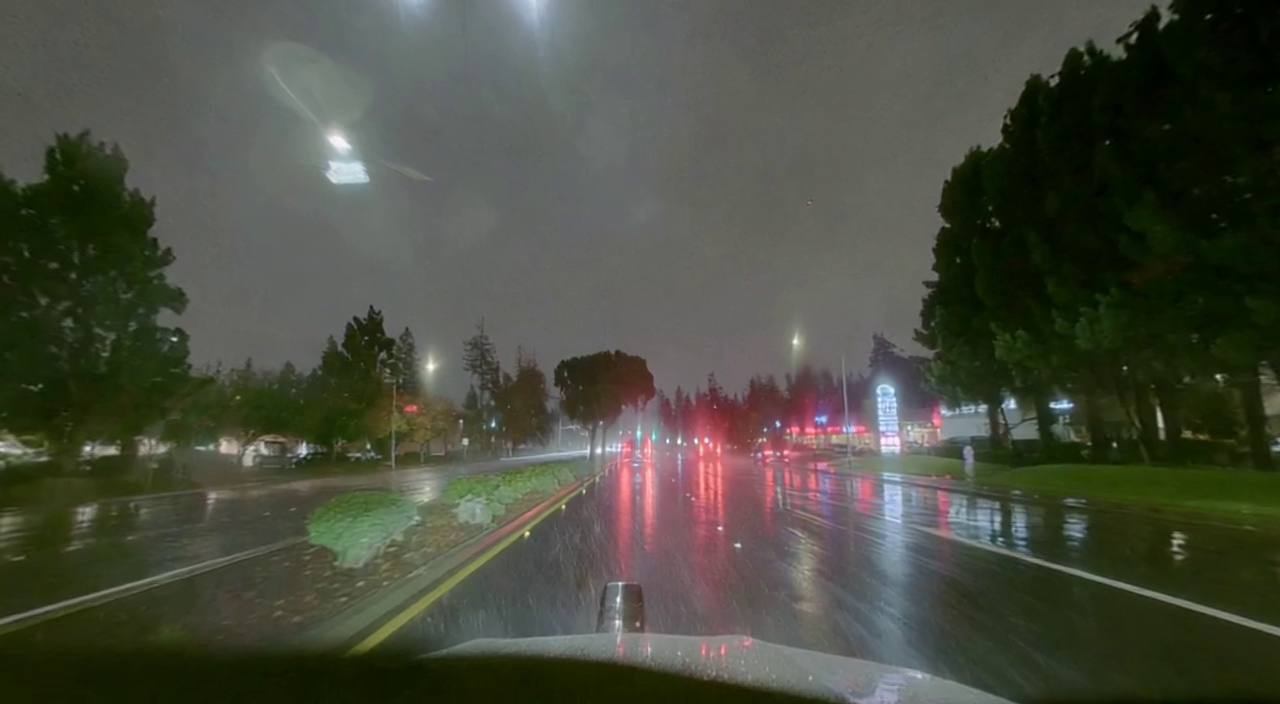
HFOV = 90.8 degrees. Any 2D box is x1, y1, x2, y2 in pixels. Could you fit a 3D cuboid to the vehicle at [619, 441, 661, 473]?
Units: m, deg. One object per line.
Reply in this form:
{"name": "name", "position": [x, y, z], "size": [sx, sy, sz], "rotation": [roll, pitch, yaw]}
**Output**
{"name": "vehicle", "position": [-0.030, 5.589, 33.893], "size": [2.072, 1.545, 4.578], "rotation": [0, -8, 0]}
